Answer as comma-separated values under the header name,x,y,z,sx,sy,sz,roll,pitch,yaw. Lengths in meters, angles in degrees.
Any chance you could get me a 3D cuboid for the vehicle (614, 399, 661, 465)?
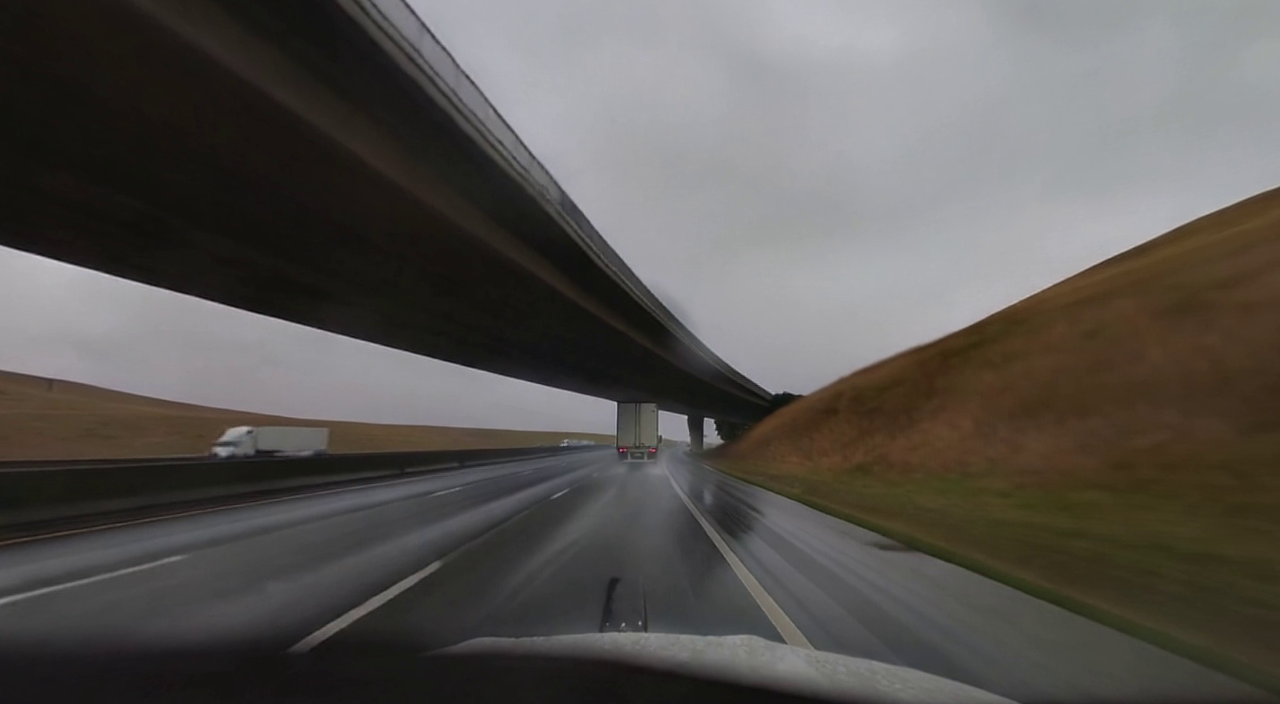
name,x,y,z,sx,sy,sz,roll,pitch,yaw
vehicle,-0.140,5.742,44.324,2.866,4.014,11.261,0,-9,0
